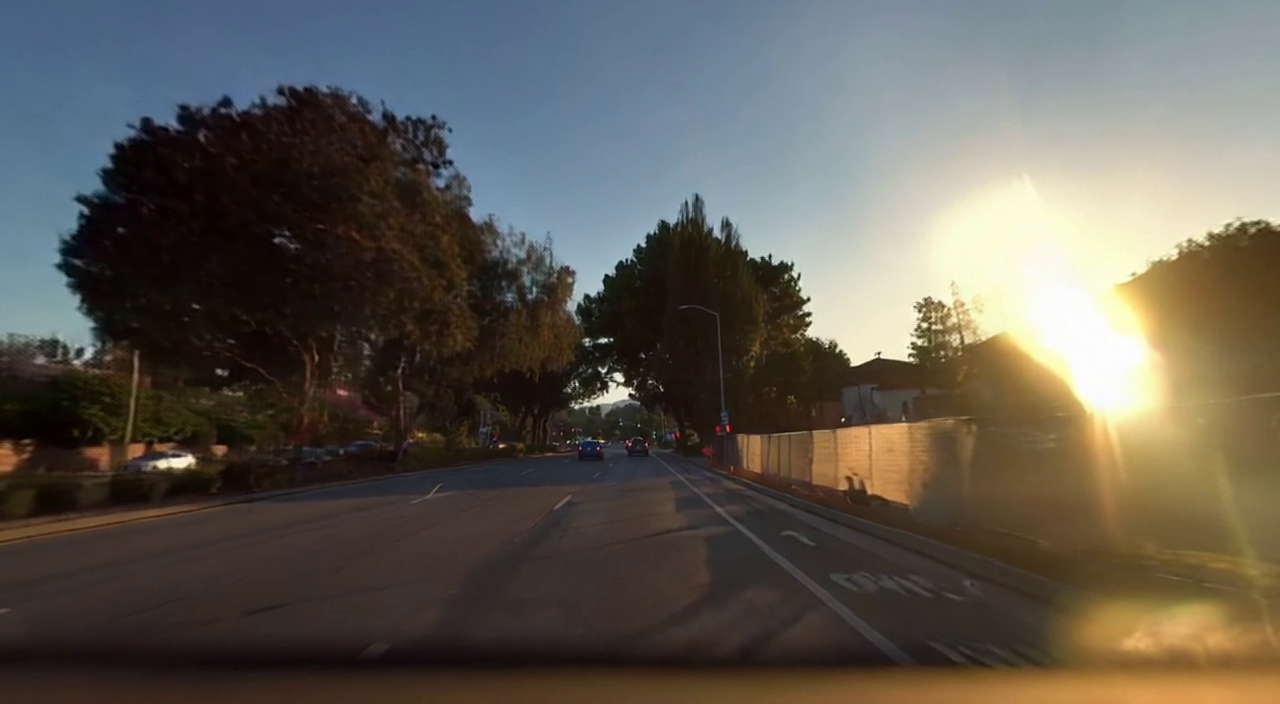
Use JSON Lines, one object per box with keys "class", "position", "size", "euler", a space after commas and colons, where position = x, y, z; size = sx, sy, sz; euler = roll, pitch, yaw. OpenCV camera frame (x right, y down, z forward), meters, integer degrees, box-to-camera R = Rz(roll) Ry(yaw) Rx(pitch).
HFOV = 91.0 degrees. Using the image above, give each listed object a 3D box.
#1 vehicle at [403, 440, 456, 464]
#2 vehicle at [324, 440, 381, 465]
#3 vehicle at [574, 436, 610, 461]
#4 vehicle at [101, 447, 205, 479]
{"class": "vehicle", "position": [-14.152, 6.713, 42.530], "size": [1.953, 1.509, 4.452], "euler": [0, -8, 1]}
{"class": "vehicle", "position": [-20.965, 7.346, 46.146], "size": [2.020, 1.685, 4.491], "euler": [0, -8, 0]}
{"class": "vehicle", "position": [-3.336, 6.805, 44.649], "size": [2.198, 1.663, 4.519], "euler": [0, -8, 1]}
{"class": "vehicle", "position": [-24.788, 5.643, 32.278], "size": [1.834, 1.502, 4.346], "euler": [0, -8, 0]}
